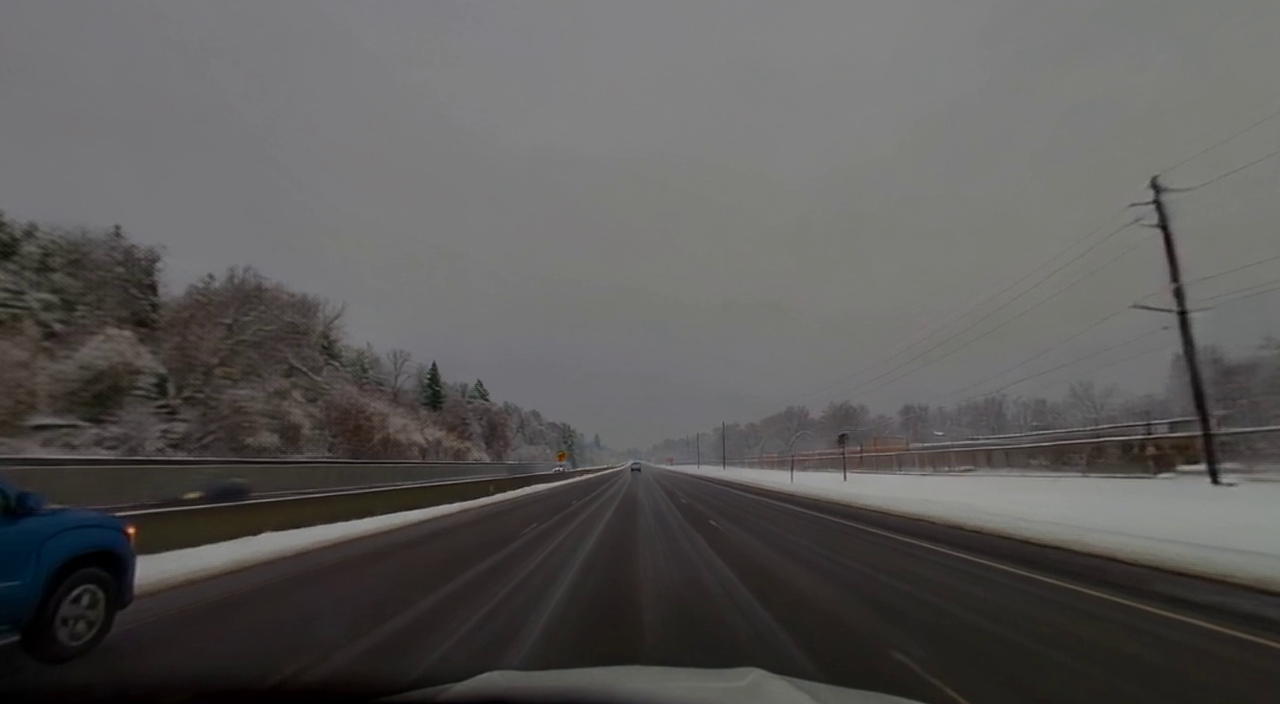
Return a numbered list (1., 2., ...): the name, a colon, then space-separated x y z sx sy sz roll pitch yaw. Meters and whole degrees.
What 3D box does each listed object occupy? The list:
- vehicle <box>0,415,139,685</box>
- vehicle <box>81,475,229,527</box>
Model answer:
1. vehicle: -4.622 0.927 2.503 1.914 1.534 4.015 1 -10 -1
2. vehicle: -16.518 5.072 21.777 1.847 1.527 4.084 1 -10 -1
